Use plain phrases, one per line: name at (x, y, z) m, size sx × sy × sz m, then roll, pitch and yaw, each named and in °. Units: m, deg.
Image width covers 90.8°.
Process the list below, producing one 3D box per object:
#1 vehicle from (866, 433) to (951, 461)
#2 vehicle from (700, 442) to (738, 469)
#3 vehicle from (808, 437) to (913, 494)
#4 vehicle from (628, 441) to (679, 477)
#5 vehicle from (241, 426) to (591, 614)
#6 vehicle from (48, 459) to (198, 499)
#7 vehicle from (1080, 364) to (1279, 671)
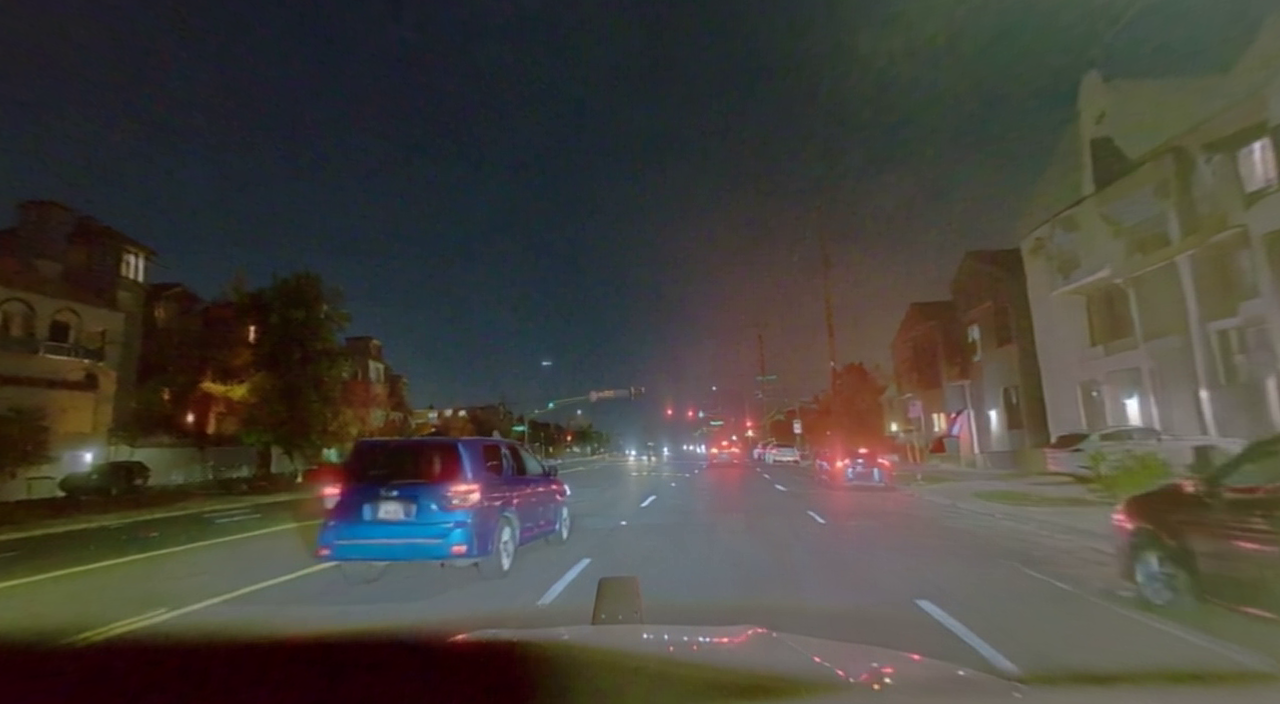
vehicle at (15.238, 5.435, 36.041) m, size 4.046 × 1.450 × 1.814 m, roll -2°, pitch -9°, yaw 8°
vehicle at (4.575, 6.055, 37.217) m, size 2.081 × 1.475 × 4.361 m, roll -1°, pitch -9°, yaw 5°
vehicle at (6.441, 3.358, 19.037) m, size 1.964 × 1.485 × 4.454 m, roll -1°, pitch -9°, yaw 6°
vehicle at (0.692, 4.928, 29.386) m, size 1.986 × 1.508 × 4.261 m, roll -1°, pitch -9°, yaw 6°
vehicle at (-2.083, 1.723, 7.498) m, size 2.069 × 1.510 × 4.325 m, roll -2°, pitch -9°, yaw 8°
vehicle at (-19.727, 4.840, 24.193) m, size 4.397 × 1.423 × 1.789 m, roll -1°, pitch -9°, yaw 7°
vehicle at (4.738, 0.881, 3.123) m, size 2.069 × 1.780 × 4.480 m, roll -1°, pitch -9°, yaw 4°
